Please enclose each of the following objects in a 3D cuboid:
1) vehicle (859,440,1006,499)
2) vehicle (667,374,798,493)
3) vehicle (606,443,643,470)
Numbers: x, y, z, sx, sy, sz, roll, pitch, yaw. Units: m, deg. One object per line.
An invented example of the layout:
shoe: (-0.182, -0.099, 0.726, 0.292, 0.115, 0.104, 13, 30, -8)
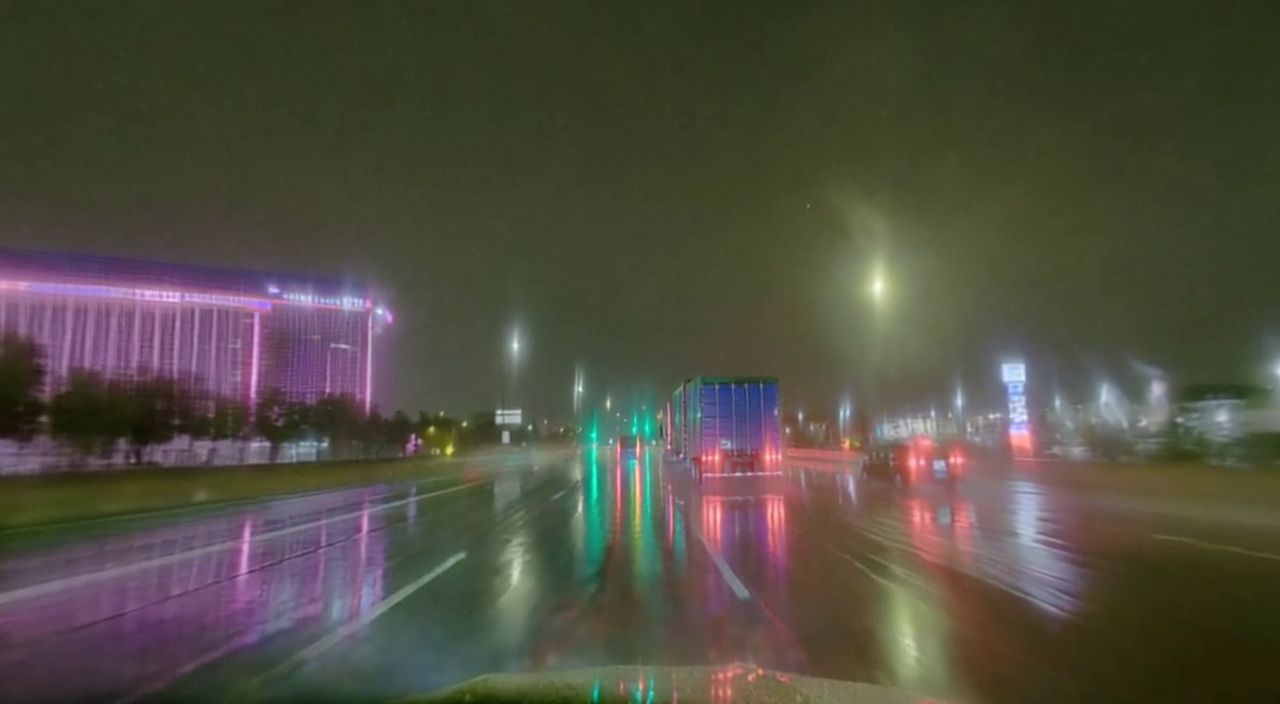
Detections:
vehicle: (8.292, 3.351, 18.513, 2.105, 1.494, 4.537, 0, -8, 0)
vehicle: (2.840, 3.104, 23.393, 2.934, 3.325, 10.986, 0, -8, -1)
vehicle: (-0.851, 5.891, 35.720, 1.929, 1.395, 3.999, 0, -8, -1)
